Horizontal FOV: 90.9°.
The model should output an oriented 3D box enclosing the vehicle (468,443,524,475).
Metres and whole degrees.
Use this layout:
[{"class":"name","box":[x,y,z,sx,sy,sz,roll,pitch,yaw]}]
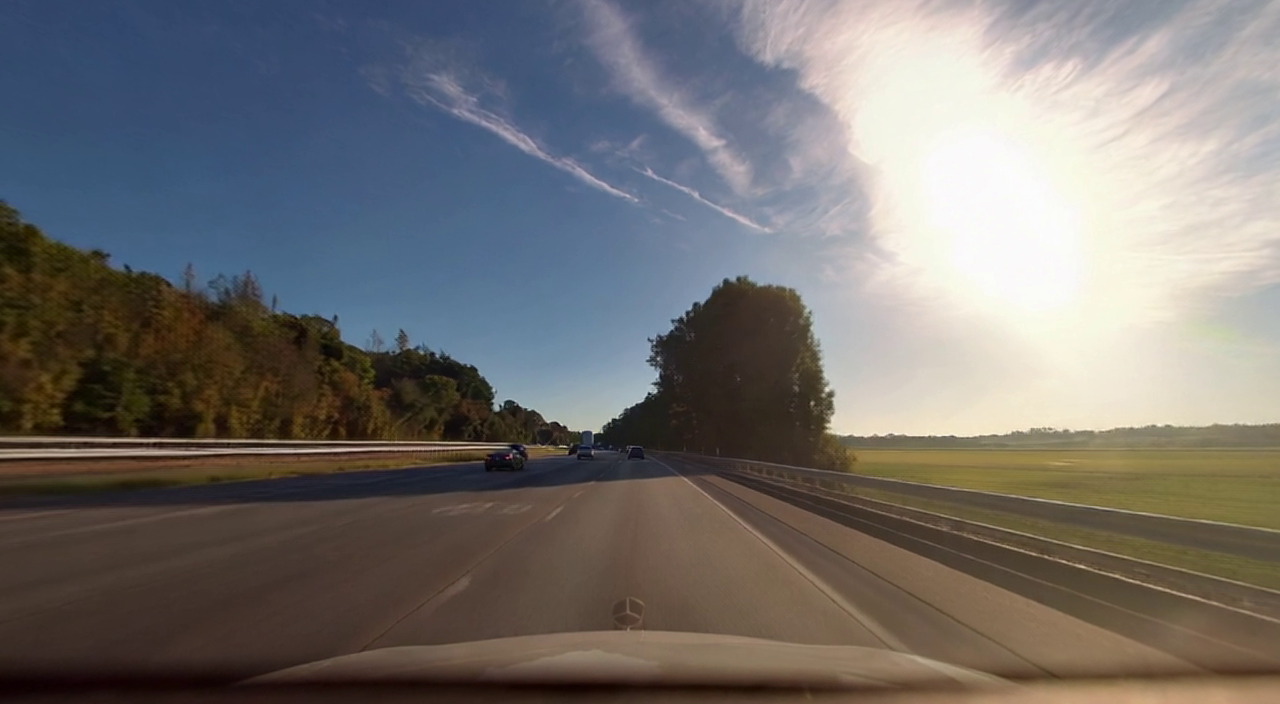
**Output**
[{"class":"vehicle","box":[-7.514,5.614,33.334,1.972,1.603,3.891,0,-8,1]}]
